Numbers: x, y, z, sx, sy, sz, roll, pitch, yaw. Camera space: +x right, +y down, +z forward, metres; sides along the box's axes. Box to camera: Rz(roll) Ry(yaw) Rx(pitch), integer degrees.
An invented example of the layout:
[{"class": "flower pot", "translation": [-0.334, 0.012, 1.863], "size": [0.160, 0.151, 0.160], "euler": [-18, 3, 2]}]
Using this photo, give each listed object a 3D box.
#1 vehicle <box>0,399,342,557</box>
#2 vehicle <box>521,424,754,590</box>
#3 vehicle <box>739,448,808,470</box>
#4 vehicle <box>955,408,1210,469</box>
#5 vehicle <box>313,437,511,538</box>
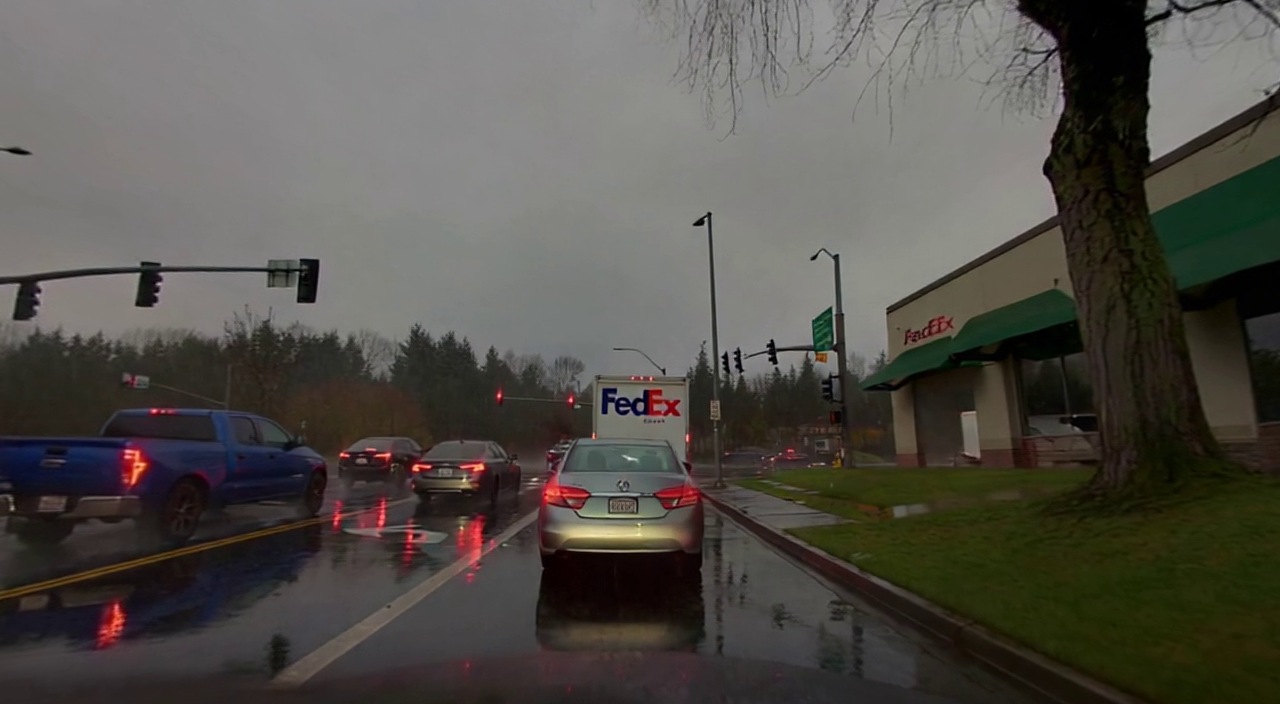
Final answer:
[{"class": "vehicle", "translation": [-7.285, 1.926, 10.392], "size": [2.125, 1.893, 5.498], "euler": [0, -9, -2]}, {"class": "vehicle", "translation": [-0.029, 1.760, 8.017], "size": [2.145, 1.513, 4.269], "euler": [0, -9, 0]}, {"class": "vehicle", "translation": [10.255, 8.230, 48.347], "size": [4.805, 1.498, 1.889], "euler": [0, -7, -5]}, {"class": "vehicle", "translation": [25.908, 5.158, 37.150], "size": [12.889, 3.380, 3.345], "euler": [1, -9, -4]}, {"class": "vehicle", "translation": [-3.867, 2.364, 11.637], "size": [1.949, 1.487, 4.390], "euler": [0, -9, 1]}]
